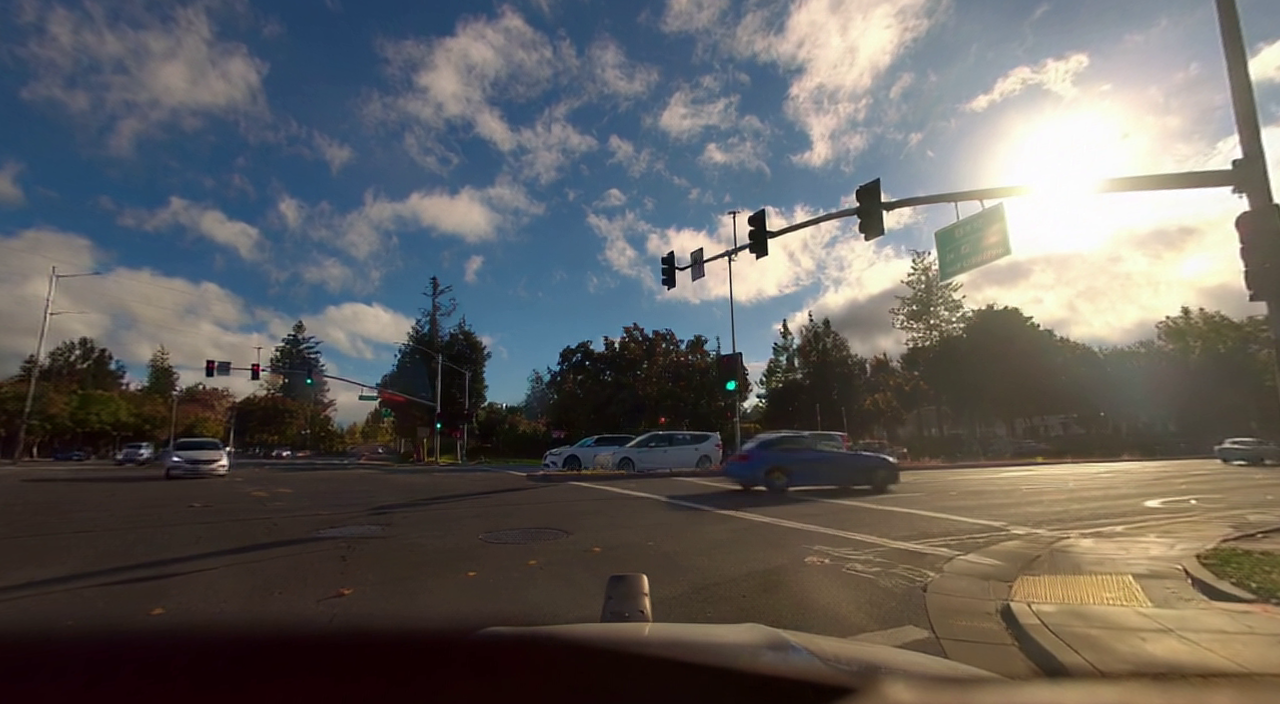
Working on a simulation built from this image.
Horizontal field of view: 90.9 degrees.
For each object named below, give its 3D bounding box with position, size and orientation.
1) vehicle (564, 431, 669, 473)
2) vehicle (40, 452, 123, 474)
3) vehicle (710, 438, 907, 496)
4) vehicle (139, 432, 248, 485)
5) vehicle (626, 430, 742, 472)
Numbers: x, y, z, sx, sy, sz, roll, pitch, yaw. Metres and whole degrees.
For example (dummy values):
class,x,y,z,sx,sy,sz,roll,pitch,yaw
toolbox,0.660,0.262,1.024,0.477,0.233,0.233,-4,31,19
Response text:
class,x,y,z,sx,sy,sz,roll,pitch,yaw
vehicle,-1.050,4.506,28.528,4.360,1.749,1.895,4,-9,-28
vehicle,-39.715,7.879,44.843,4.589,1.462,1.953,-2,-9,13
vehicle,4.443,3.061,17.058,4.686,1.425,2.018,1,-8,-6
vehicle,-17.670,4.130,24.809,5.332,1.807,2.450,-8,-12,44
vehicle,1.842,4.092,26.192,4.483,1.589,1.852,4,-9,-26
